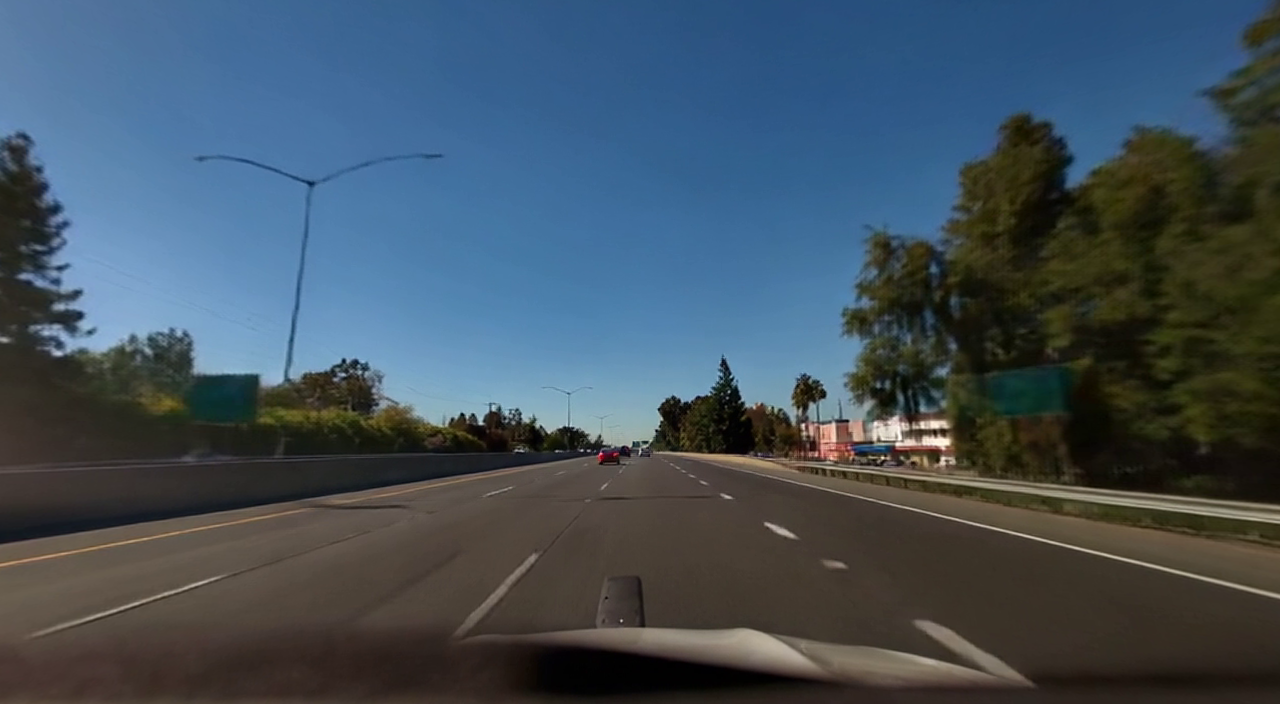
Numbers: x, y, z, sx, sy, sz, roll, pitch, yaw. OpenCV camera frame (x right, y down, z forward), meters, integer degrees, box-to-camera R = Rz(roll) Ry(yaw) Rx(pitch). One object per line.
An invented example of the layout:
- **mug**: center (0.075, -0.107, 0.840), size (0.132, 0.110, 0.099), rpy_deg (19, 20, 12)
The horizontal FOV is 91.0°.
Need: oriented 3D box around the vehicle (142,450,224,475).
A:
- **vehicle**: center (-30.483, 7.349, 42.204), size (1.908, 1.561, 4.572), rpy_deg (-1, -9, 2)
